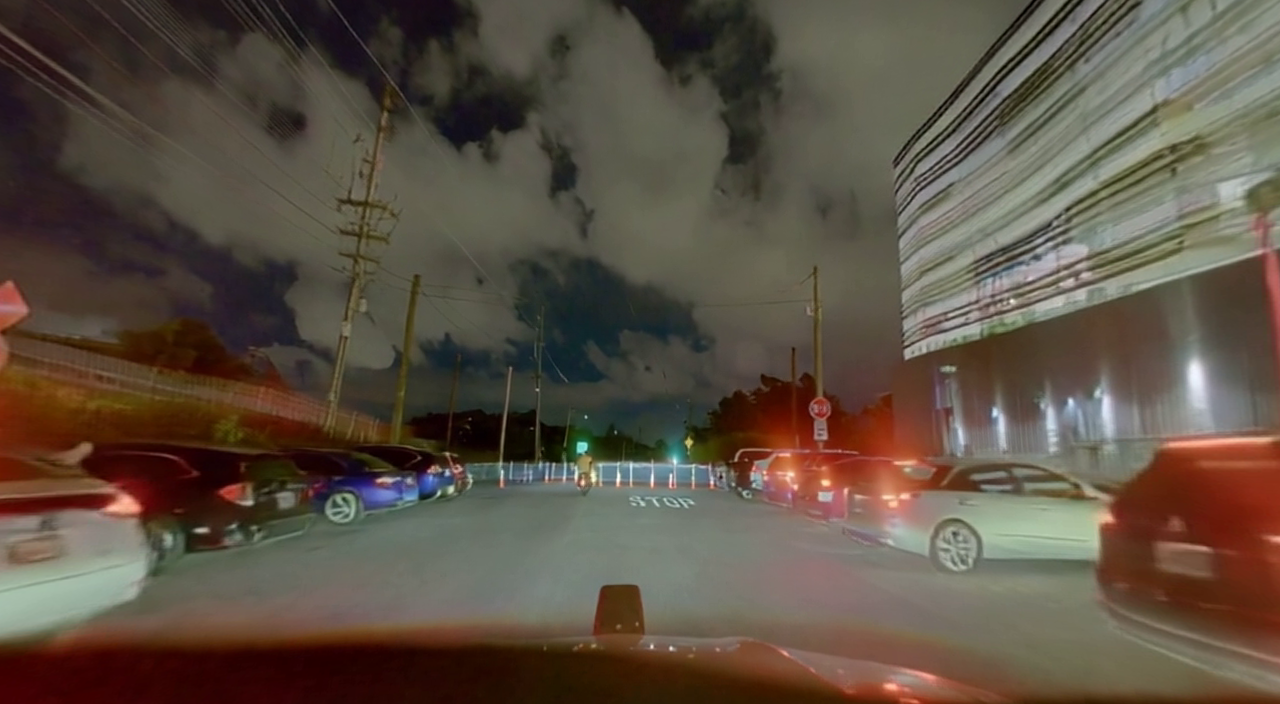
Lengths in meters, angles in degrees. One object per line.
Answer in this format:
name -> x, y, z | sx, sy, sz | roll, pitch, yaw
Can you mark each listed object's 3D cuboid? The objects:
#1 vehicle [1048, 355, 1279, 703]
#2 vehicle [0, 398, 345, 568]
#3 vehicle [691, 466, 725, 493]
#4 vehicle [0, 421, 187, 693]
vehicle -> 4.534, 0.970, 2.712 | 4.100, 1.546, 2.092 | 3, -12, 1
vehicle -> -6.556, 1.587, 7.995 | 4.515, 1.689, 1.942 | 4, -11, -2
vehicle -> 5.041, 9.534, 47.368 | 2.007, 1.804, 4.136 | 0, -9, -2
vehicle -> -6.110, 1.207, 3.906 | 5.099, 1.491, 1.868 | 0, -9, -1
